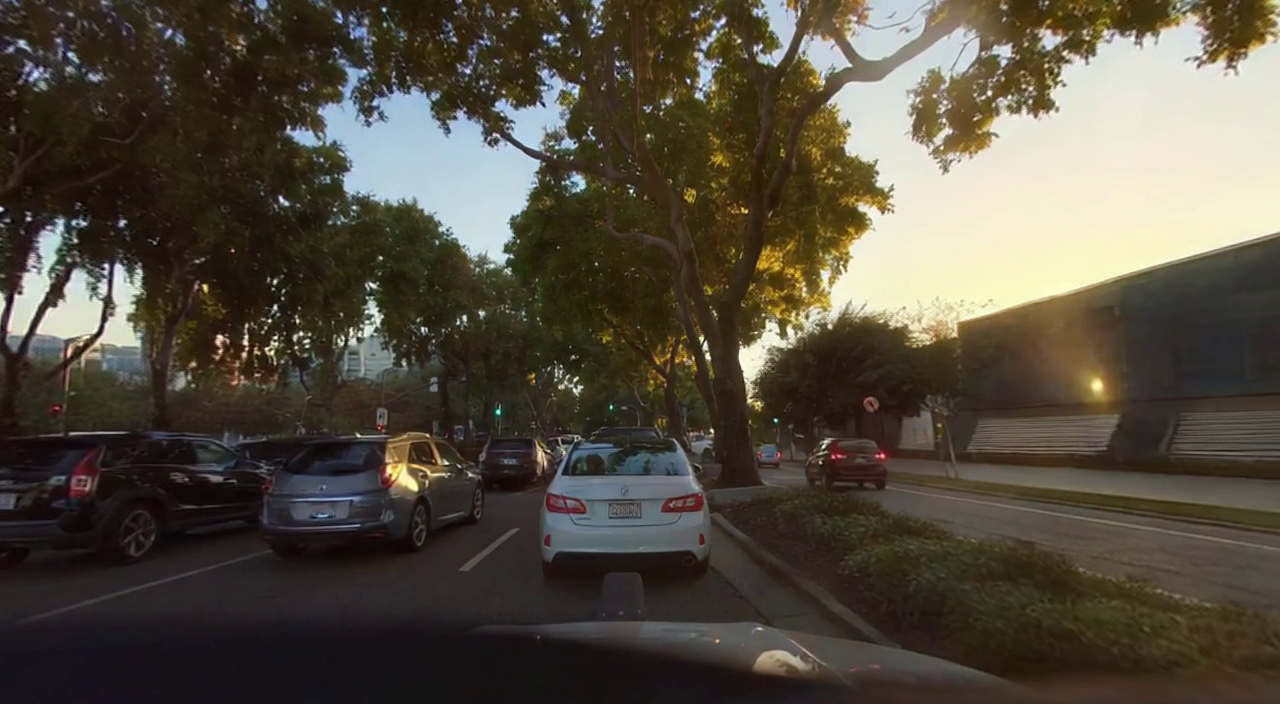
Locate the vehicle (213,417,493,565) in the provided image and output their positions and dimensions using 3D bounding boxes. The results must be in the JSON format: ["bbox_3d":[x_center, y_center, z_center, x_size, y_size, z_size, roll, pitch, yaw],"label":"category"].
[{"bbox_3d":[-3.719,1.876,9.283,2.009,1.619,4.376,0,-9,1],"label":"vehicle"}]

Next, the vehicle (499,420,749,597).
[{"bbox_3d":[-0.170,1.673,7.633,2.161,1.501,4.184,0,-9,-1],"label":"vehicle"}]

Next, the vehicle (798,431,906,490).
[{"bbox_3d":[6.409,3.323,19.612,1.895,1.633,4.030,0,-9,-1],"label":"vehicle"}]

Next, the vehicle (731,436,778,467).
[{"bbox_3d":[6.617,5.804,36.799,1.889,1.681,4.120,0,-9,-1],"label":"vehicle"}]

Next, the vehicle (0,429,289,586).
[{"bbox_3d":[-6.934,1.853,8.439,1.860,1.491,4.586,0,-9,0],"label":"vehicle"}]
